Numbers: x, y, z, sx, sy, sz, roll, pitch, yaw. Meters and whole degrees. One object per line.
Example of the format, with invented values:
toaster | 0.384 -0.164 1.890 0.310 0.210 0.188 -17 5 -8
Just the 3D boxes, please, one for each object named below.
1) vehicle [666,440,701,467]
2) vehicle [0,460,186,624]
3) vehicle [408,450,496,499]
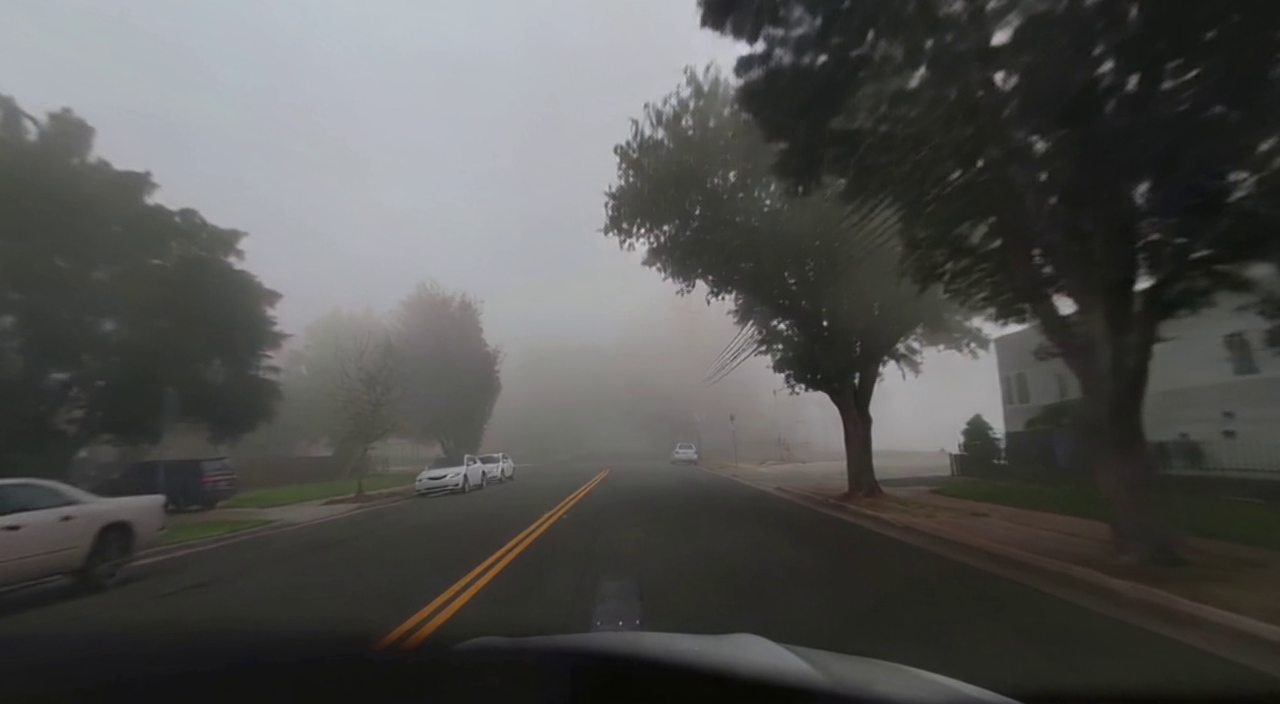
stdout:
vehicle | 3.112 7.300 45.769 2.138 1.820 5.218 0 -8 0
vehicle | -6.613 1.785 5.749 1.815 1.384 4.357 -3 -9 -1
vehicle | -6.680 4.358 22.956 1.887 1.460 4.444 -4 -9 -1
